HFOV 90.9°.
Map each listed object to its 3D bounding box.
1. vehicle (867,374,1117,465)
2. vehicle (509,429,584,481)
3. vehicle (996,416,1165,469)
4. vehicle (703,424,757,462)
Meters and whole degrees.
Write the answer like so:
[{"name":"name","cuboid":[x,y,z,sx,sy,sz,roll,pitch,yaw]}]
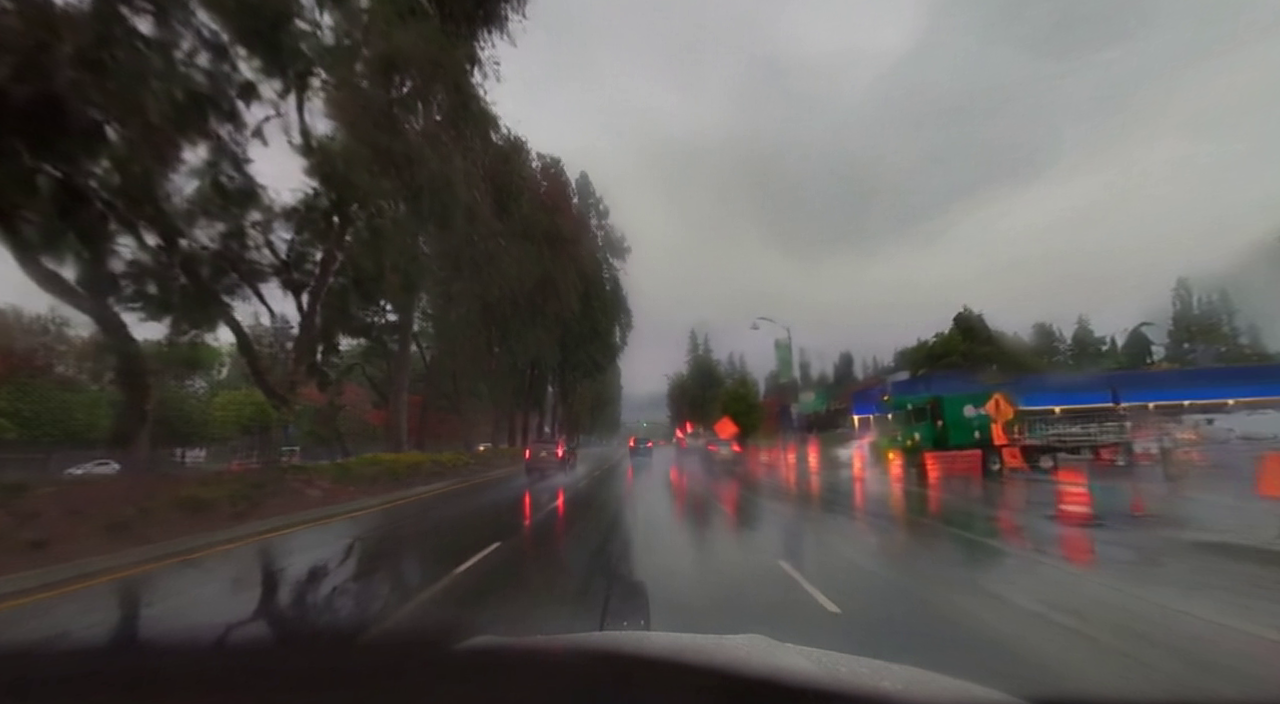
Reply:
[{"name":"vehicle","cuboid":[14.960,2.942,27.328,8.949,3.673,3.044,0,-8,-2]},{"name":"vehicle","cuboid":[-3.289,3.730,23.047,2.038,1.682,4.399,0,-8,0]},{"name":"vehicle","cuboid":[15.679,3.265,22.677,1.874,1.694,4.535,6,-11,-38]},{"name":"vehicle","cuboid":[5.738,5.970,41.250,2.653,2.231,6.793,0,-8,1]}]
